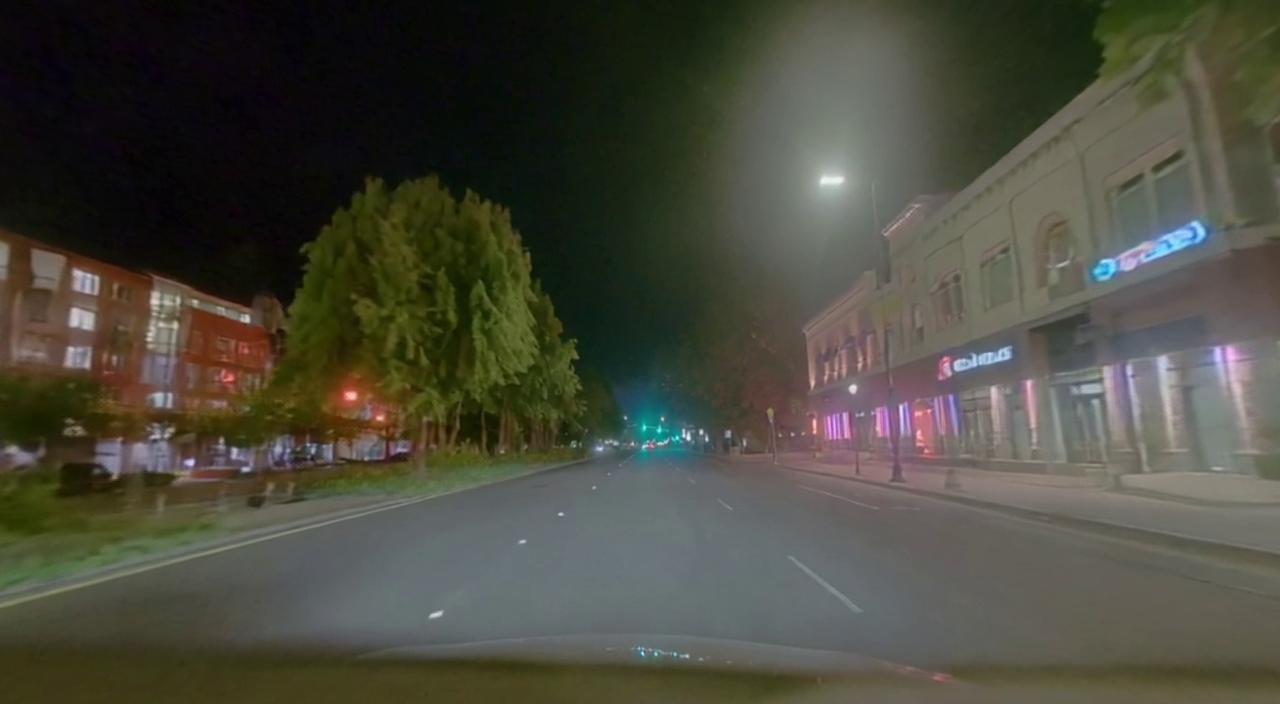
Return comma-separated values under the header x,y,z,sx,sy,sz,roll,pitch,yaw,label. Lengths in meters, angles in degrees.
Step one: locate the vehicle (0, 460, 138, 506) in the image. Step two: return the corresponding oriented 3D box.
x,y,z,sx,sy,sz,roll,pitch,yaw,label
-22.471,4.985,24.422,2.135,1.467,4.653,-1,-8,2,vehicle
